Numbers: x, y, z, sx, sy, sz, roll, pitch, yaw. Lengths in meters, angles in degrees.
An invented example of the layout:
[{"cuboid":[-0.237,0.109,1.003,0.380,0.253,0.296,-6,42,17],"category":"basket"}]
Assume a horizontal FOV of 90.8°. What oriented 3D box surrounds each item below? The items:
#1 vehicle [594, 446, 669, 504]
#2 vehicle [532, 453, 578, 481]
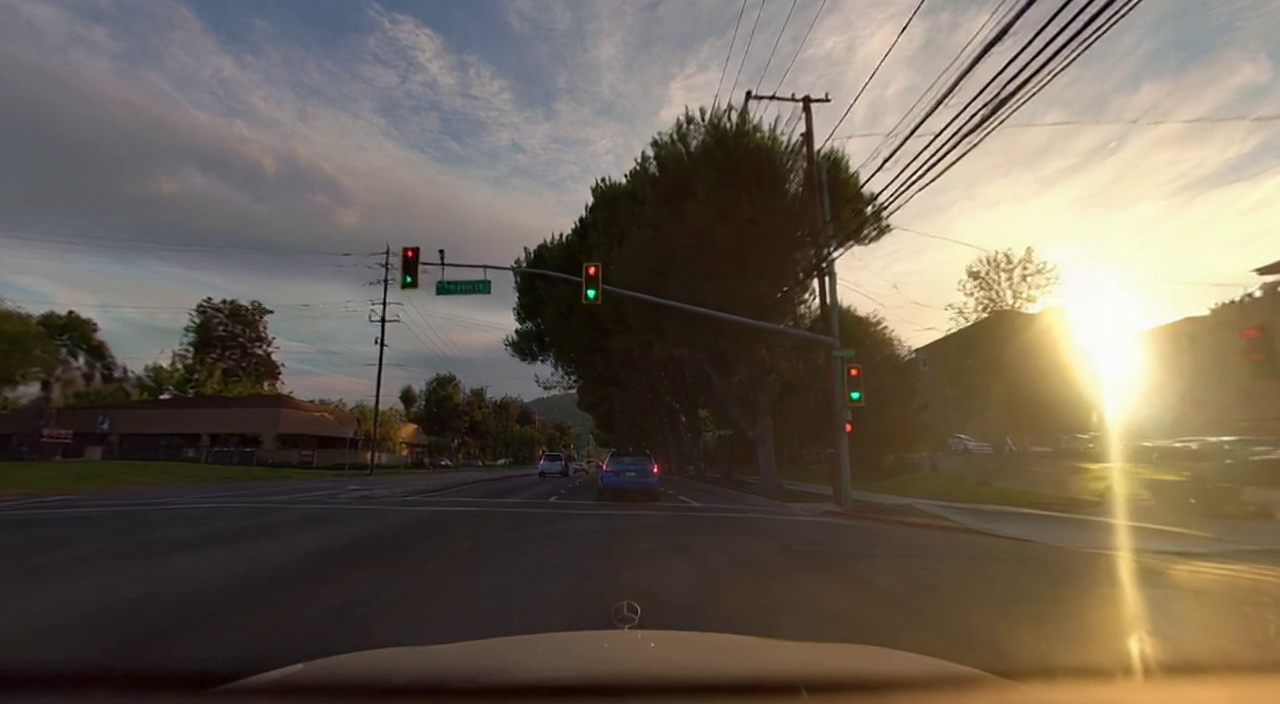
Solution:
[{"cuboid":[-0.291,3.859,20.192,2.156,1.636,3.923,1,-9,-1],"category":"vehicle"},{"cuboid":[-4.972,6.791,37.561,2.153,1.474,4.284,0,-9,0],"category":"vehicle"}]
